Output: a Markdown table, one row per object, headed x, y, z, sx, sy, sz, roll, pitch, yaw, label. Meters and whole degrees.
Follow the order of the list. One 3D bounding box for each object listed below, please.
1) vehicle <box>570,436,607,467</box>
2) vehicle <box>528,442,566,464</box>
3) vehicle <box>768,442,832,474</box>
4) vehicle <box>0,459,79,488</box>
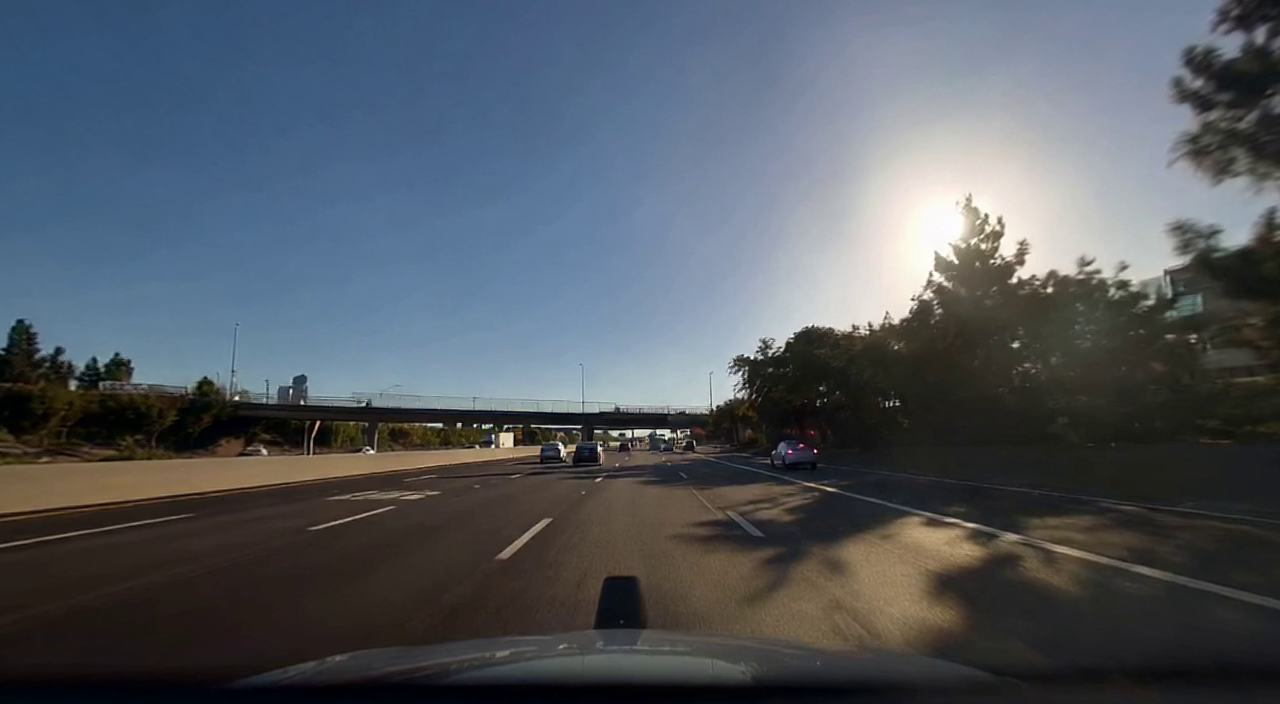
| x | y | z | sx | sy | sz | roll | pitch | yaw | label |
| --- | --- | --- | --- | --- | --- | --- | --- | --- | --- |
| -3.147 | 6.229 | 39.553 | 1.893 | 1.827 | 4.513 | 0 | -9 | 0 | vehicle |
| -6.559 | 7.208 | 45.098 | 2.009 | 1.462 | 4.458 | 0 | -9 | 0 | vehicle |
| 7.745 | 5.157 | 31.047 | 1.900 | 1.432 | 4.519 | 0 | -9 | -1 | vehicle |
| -34.949 | 6.862 | 35.984 | 1.767 | 1.446 | 4.519 | 0 | -9 | 0 | vehicle |
